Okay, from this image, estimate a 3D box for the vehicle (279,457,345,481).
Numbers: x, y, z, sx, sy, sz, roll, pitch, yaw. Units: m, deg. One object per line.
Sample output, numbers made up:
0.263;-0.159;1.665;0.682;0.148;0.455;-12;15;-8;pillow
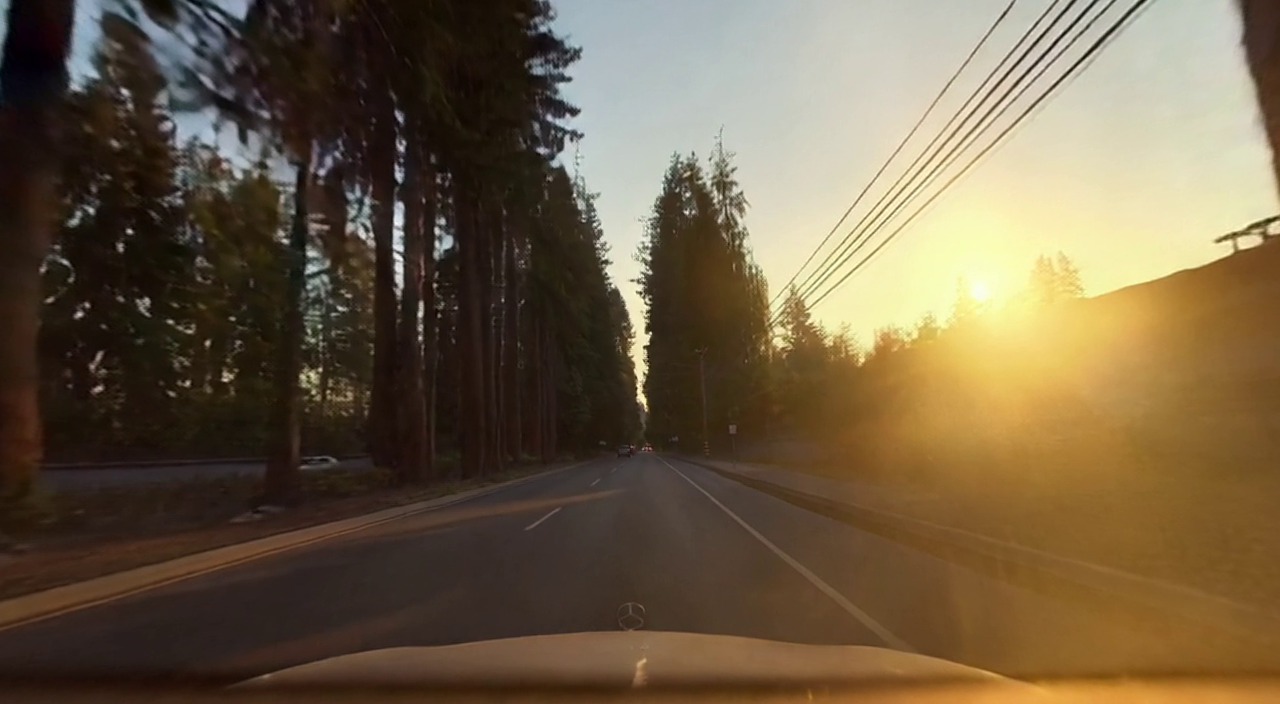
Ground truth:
-21.842;7.785;42.223;1.949;1.439;4.626;0;-8;0;vehicle
